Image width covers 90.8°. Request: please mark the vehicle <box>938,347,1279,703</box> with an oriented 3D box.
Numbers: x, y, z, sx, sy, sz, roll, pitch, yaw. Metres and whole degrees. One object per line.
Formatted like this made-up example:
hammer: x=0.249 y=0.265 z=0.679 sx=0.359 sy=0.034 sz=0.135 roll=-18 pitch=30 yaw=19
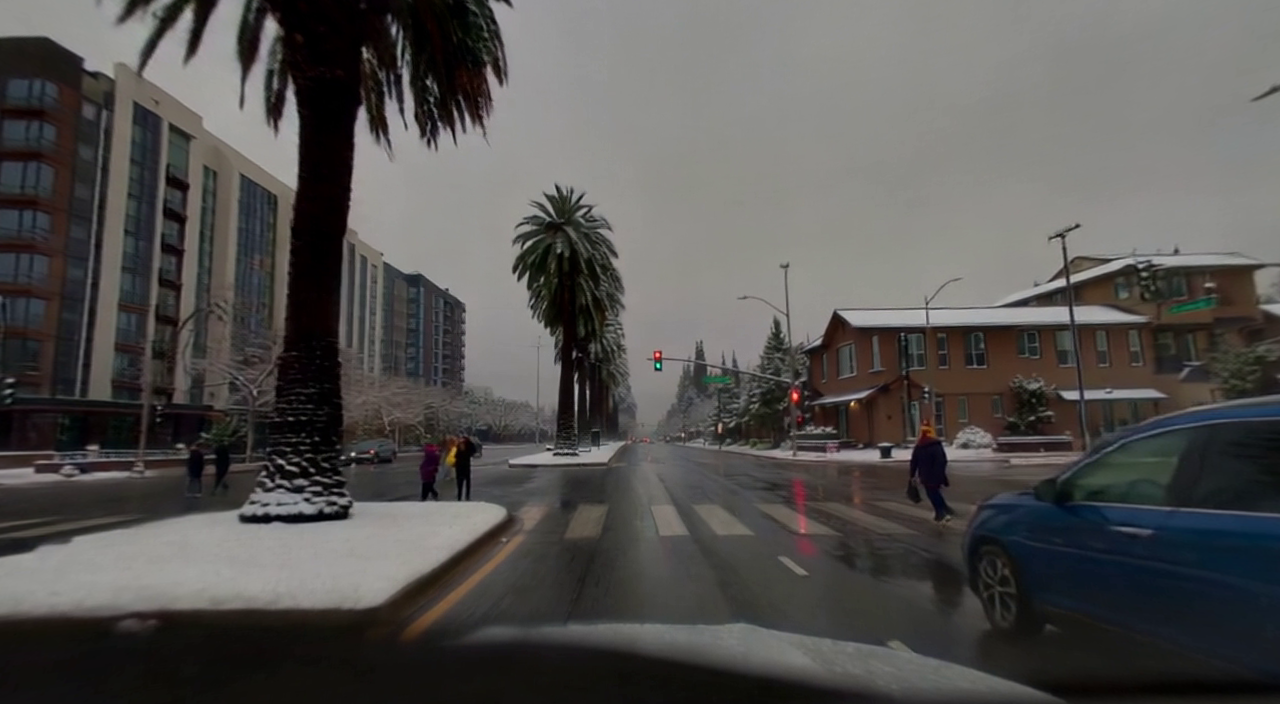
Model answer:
vehicle: x=3.343 y=0.861 z=2.676 sx=2.060 sy=1.631 sz=4.169 roll=0 pitch=-8 yaw=-1
